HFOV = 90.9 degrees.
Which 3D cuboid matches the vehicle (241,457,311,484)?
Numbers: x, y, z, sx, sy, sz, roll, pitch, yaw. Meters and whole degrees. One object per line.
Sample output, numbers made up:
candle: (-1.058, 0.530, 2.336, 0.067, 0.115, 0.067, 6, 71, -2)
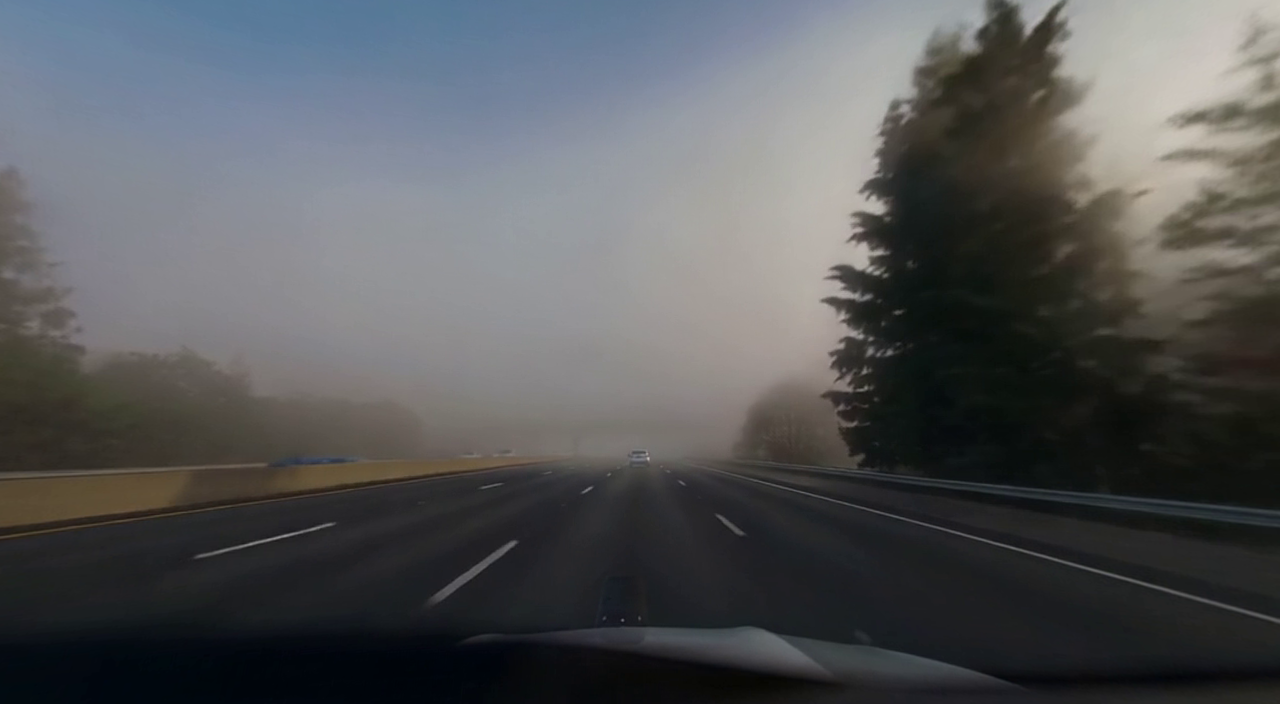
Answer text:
vehicle: (-23.238, 7.580, 40.424, 1.782, 1.561, 4.513, 0, -9, 0)
